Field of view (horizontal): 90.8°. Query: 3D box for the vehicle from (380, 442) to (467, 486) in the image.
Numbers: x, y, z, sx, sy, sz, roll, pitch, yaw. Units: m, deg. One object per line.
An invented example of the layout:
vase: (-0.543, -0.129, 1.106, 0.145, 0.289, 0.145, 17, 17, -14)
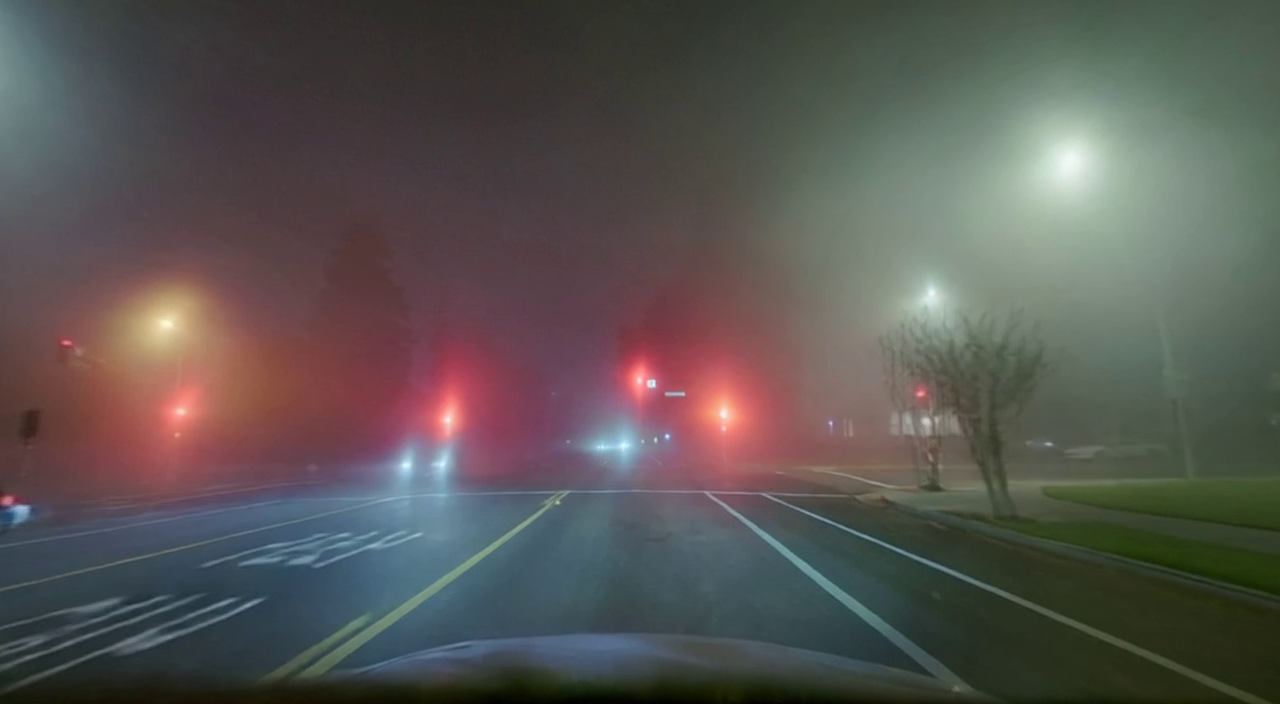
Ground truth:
vehicle: (-8.049, 4.165, 23.860, 1.869, 1.497, 3.768, 0, -8, 1)
